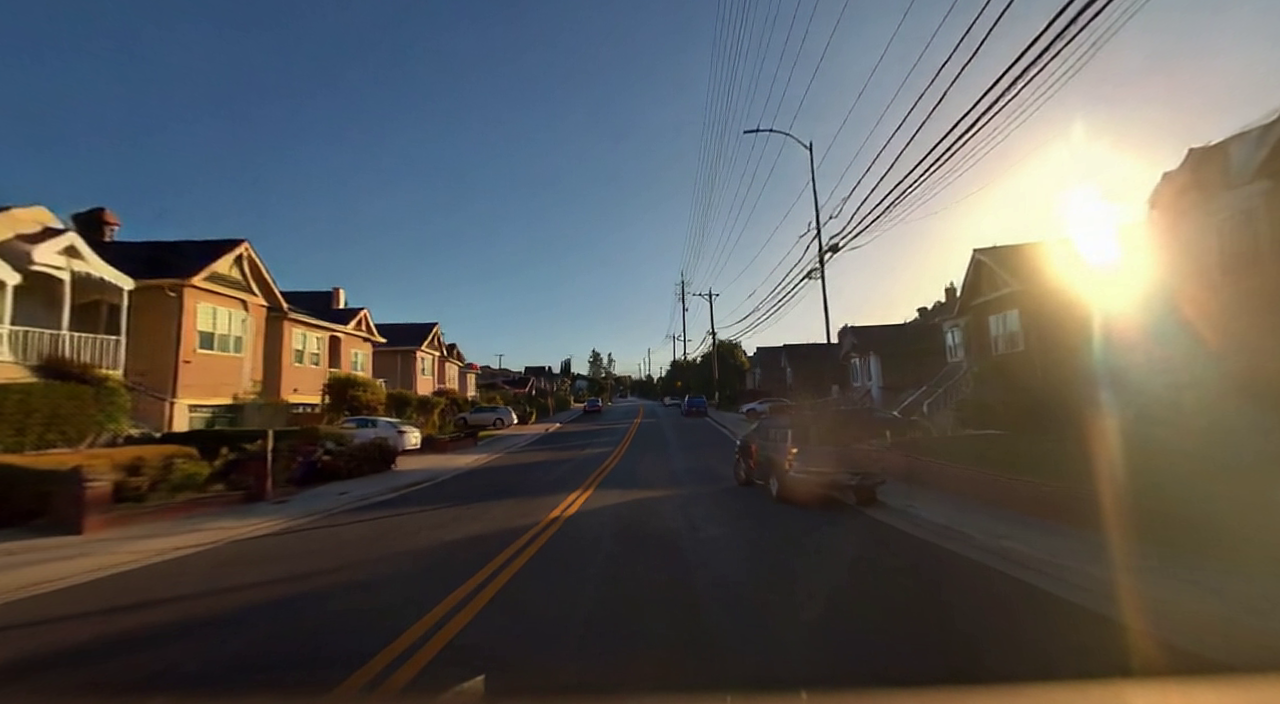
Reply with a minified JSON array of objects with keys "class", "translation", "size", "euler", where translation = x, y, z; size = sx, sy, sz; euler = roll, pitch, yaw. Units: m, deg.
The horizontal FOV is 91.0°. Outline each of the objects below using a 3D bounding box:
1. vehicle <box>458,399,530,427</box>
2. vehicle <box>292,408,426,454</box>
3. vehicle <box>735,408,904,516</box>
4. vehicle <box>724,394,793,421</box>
[{"class":"vehicle","translation":[-10.366,4.340,44.747],"size":[4.484,1.538,1.901],"euler":[4,-7,5]},{"class":"vehicle","translation":[-11.481,3.299,25.955],"size":[4.525,1.797,2.024],"euler":[-1,-9,5]},{"class":"vehicle","translation":[3.493,2.142,13.400],"size":[2.211,1.860,4.813],"euler":[0,-5,0]},{"class":"vehicle","translation":[8.925,4.221,47.588],"size":[4.893,1.642,1.874],"euler":[-3,-9,5]}]
